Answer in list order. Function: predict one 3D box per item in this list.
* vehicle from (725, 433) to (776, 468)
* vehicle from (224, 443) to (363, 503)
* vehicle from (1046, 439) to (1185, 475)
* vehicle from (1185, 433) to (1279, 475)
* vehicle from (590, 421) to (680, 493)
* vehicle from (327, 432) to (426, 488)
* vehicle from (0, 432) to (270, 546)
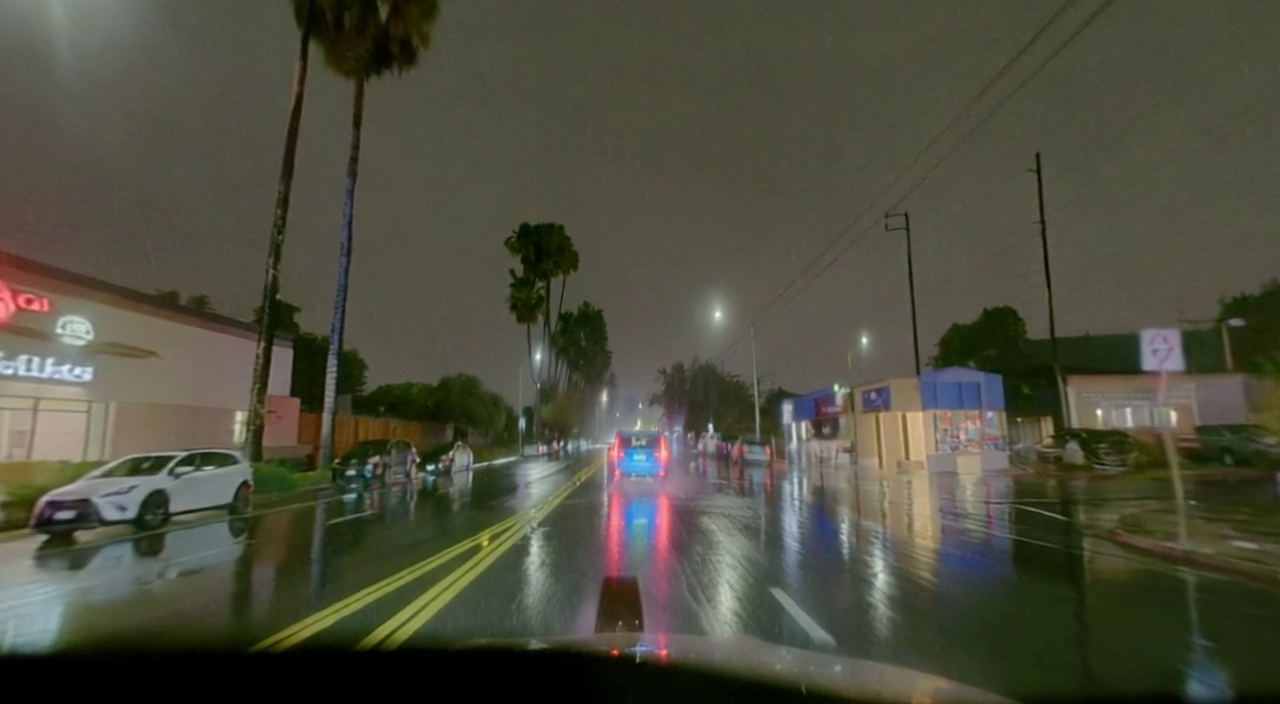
[{"bbox_3d":[6.064,5.449,34.929,2.005,1.775,4.324,0,-9,0],"label":"vehicle"},{"bbox_3d":[-10.066,3.516,18.710,1.812,1.578,4.037,0,-9,0],"label":"vehicle"},{"bbox_3d":[20.779,4.590,27.630,4.488,1.470,1.994,0,-9,-2],"label":"vehicle"},{"bbox_3d":[27.422,4.482,27.830,4.708,1.742,2.025,0,-9,0],"label":"vehicle"},{"bbox_3d":[-0.188,3.013,18.347,2.264,1.798,4.563,0,-9,-2],"label":"vehicle"},{"bbox_3d":[-10.016,4.128,24.324,1.958,1.937,4.114,0,-9,1],"label":"vehicle"},{"bbox_3d":[-10.156,2.635,13.095,1.992,1.744,4.896,-1,-6,-1],"label":"vehicle"}]
